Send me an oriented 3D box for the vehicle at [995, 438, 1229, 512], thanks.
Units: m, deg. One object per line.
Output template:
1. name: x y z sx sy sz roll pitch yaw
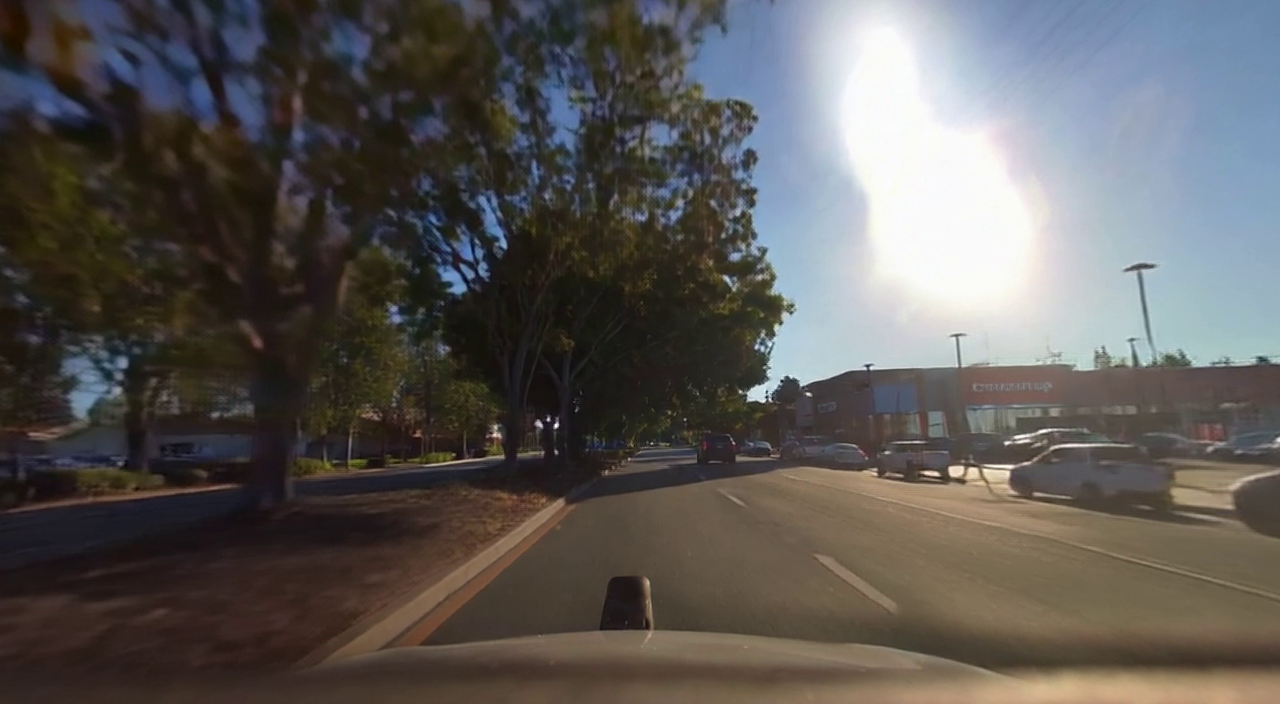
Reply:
1. vehicle: 10.838 2.819 15.080 1.894 1.469 4.730 0 -8 -1

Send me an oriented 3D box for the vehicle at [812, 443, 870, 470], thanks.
1. vehicle: 11.116 5.776 35.073 1.824 1.364 4.238 0 -8 0

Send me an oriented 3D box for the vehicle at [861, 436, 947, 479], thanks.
1. vehicle: 10.958 4.393 26.527 1.958 1.654 4.258 0 -8 3

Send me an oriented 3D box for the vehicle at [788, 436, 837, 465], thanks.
1. vehicle: 11.246 6.470 41.518 1.959 1.751 4.961 0 -8 2

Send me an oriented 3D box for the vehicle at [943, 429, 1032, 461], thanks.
1. vehicle: 20.313 5.473 37.101 2.116 1.731 4.835 1 -8 -6

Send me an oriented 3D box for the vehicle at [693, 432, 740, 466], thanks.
1. vehicle: 4.401 5.657 37.007 2.183 1.845 4.482 0 -8 0

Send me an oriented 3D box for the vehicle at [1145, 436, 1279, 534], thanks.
1. vehicle: 10.651 2.061 9.811 1.842 1.474 4.456 0 -8 0
